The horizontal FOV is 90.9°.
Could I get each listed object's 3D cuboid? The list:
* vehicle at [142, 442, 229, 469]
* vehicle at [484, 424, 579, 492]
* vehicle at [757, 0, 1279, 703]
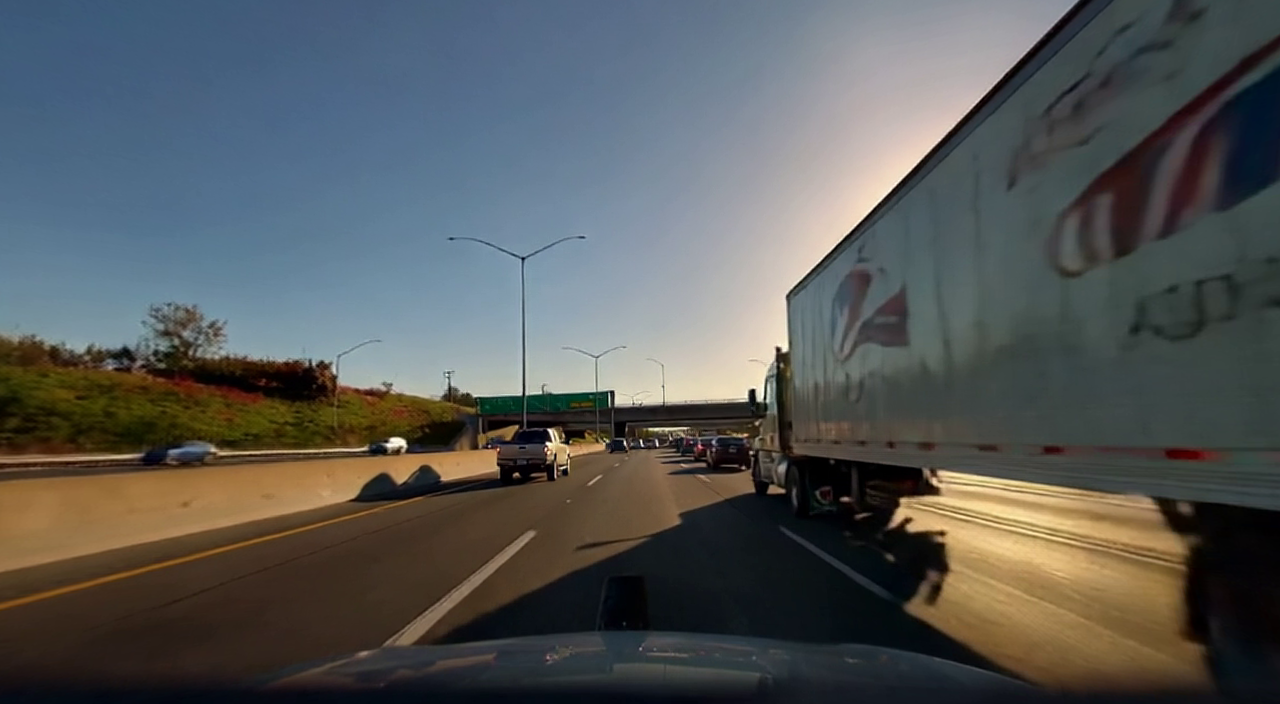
[{"bbox_3d":[-27.632,6.301,38.515,1.800,1.510,4.360,-2,-8,5],"label":"vehicle"},{"bbox_3d":[-3.050,3.108,18.759,2.006,1.741,4.277,-1,-8,1],"label":"vehicle"},{"bbox_3d":[3.764,-0.045,4.515,2.903,4.190,15.630,-1,-8,0],"label":"vehicle"}]
